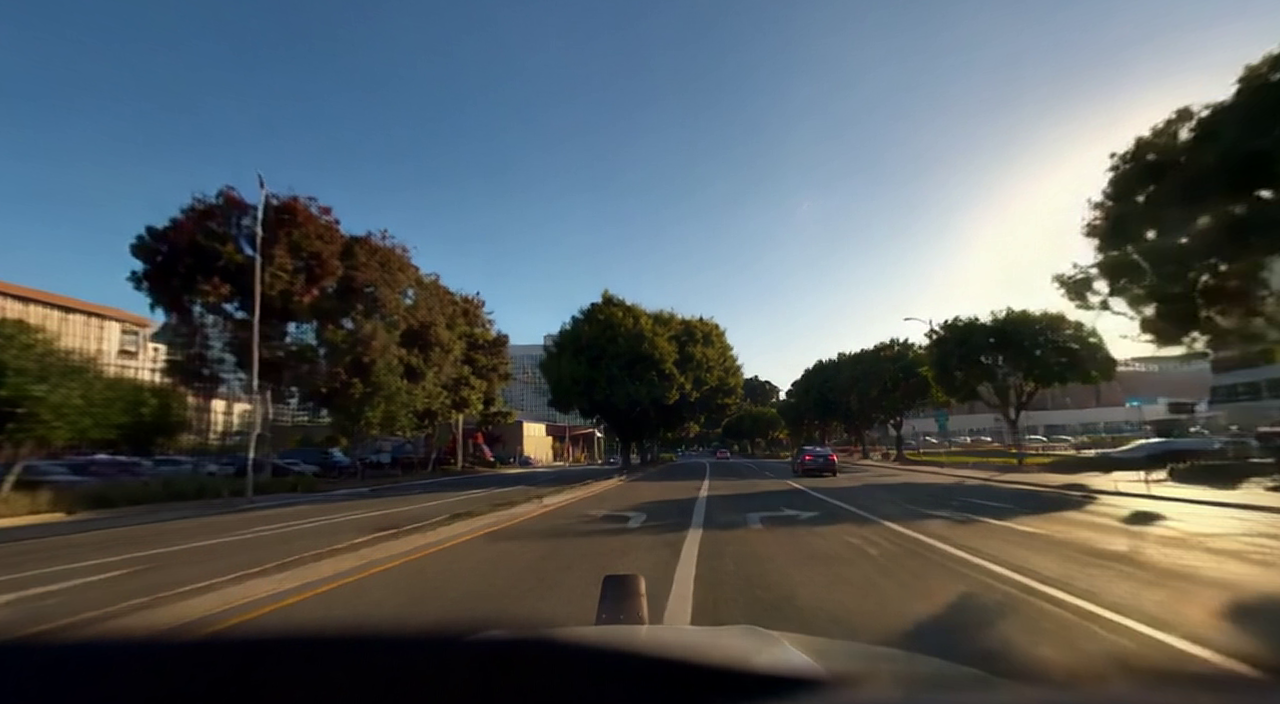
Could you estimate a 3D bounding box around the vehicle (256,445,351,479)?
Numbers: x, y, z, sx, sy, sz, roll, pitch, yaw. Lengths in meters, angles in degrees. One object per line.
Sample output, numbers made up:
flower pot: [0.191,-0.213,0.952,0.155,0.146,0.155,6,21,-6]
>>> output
vehicle: [-24.170,7.916,45.573,5.472,2.114,2.482,-3,-10,3]

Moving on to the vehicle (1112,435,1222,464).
vehicle: [26.628,4.927,32.027,3.881,1.410,1.702,-1,-9,4]

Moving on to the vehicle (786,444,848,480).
vehicle: [8.726,5.456,31.528,2.181,1.639,4.127,-1,-9,5]
